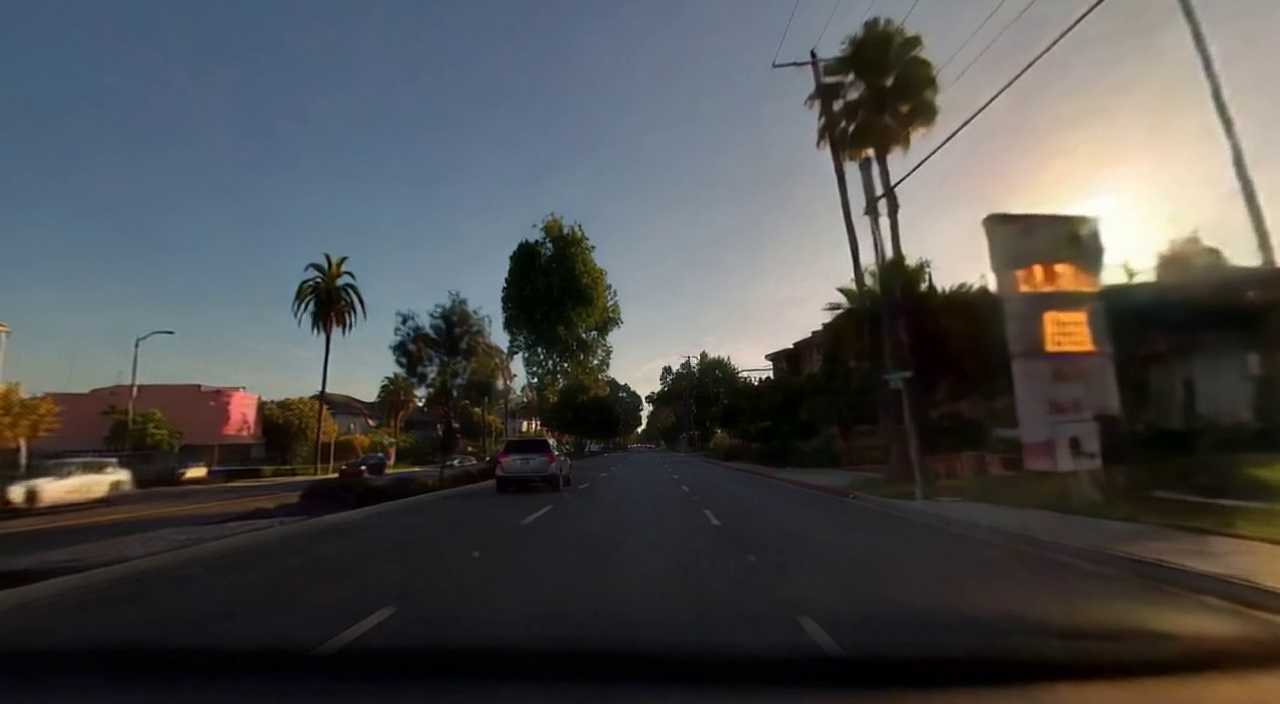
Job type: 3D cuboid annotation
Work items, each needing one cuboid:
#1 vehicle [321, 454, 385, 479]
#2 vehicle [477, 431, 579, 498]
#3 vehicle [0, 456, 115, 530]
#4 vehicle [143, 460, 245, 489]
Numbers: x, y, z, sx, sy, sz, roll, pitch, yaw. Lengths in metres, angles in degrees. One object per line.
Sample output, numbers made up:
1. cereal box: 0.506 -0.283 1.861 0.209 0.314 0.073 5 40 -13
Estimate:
1. vehicle: -18.638 7.426 41.145 1.838 1.502 4.370 -1 -8 4
2. vehicle: -3.096 3.217 18.479 2.062 1.693 4.669 0 -8 1
3. vehicle: -14.104 2.966 13.280 1.960 1.462 4.689 0 -8 1
4. vehicle: -26.563 7.283 37.646 4.782 1.473 2.204 6 -10 -36
